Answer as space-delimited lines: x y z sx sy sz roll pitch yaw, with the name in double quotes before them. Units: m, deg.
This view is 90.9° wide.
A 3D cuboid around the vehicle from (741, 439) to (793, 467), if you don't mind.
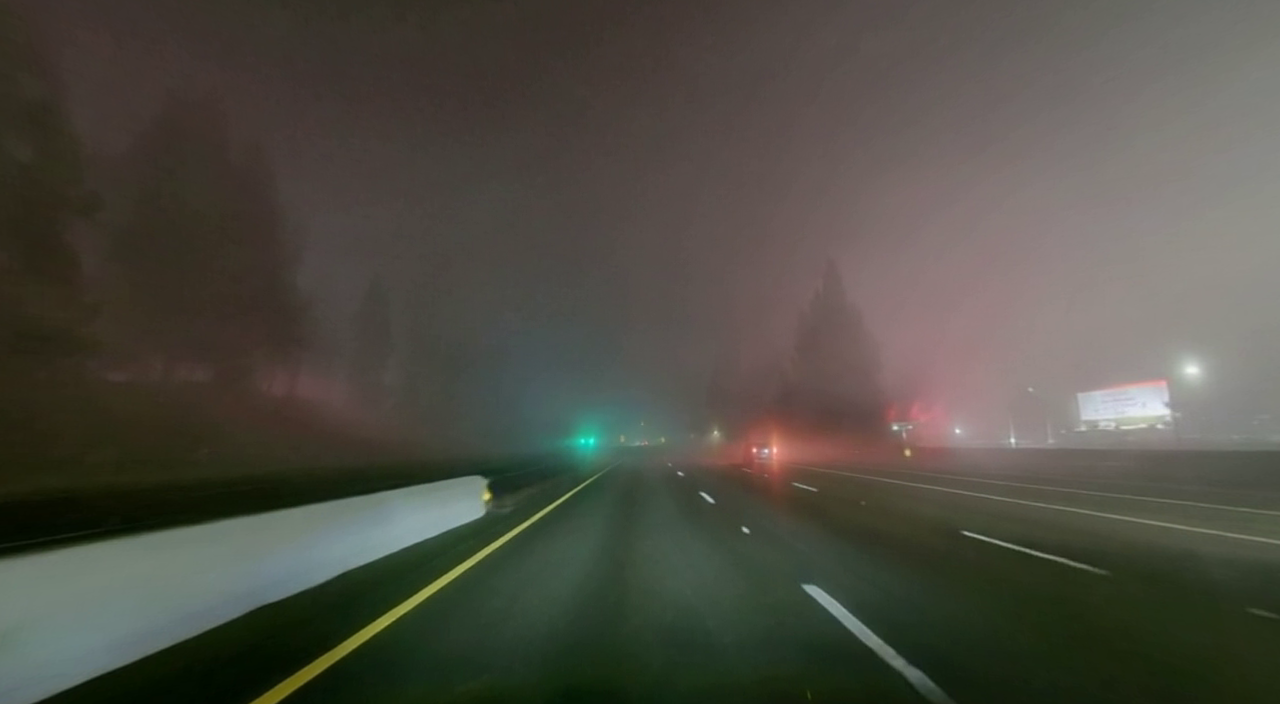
"vehicle" 7.079 5.676 35.705 2.025 1.484 4.208 0 -8 -1
